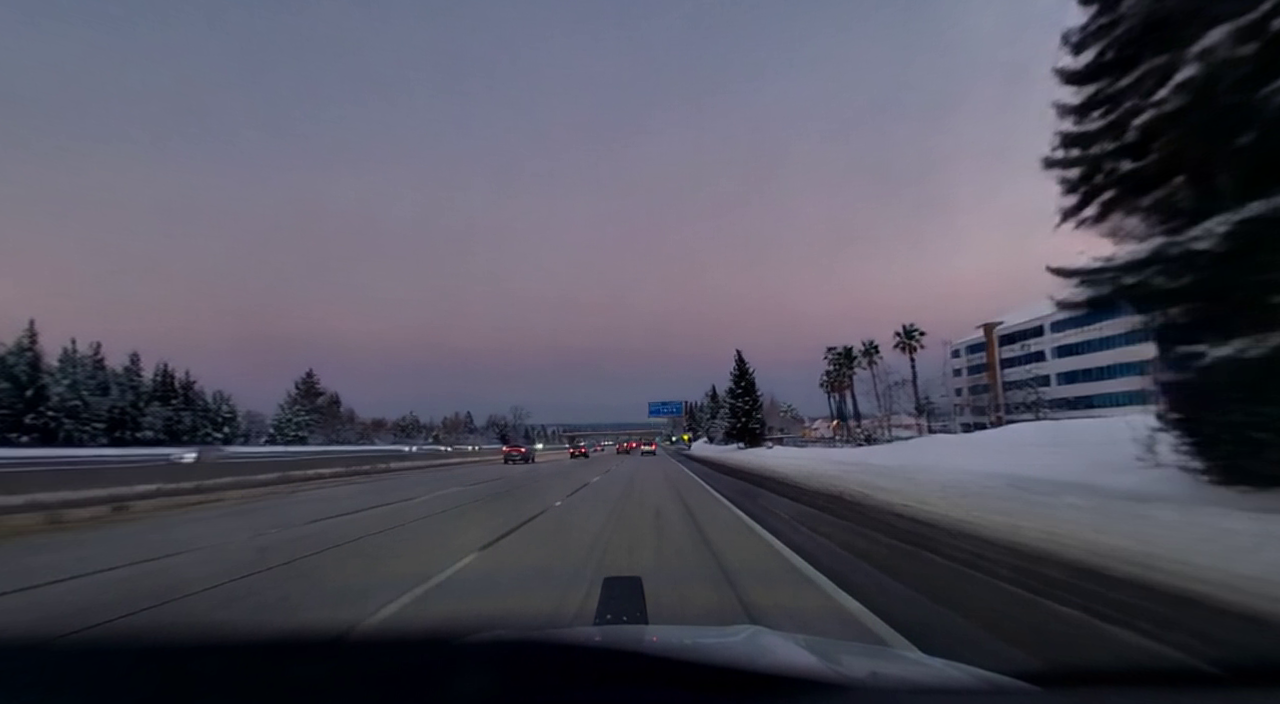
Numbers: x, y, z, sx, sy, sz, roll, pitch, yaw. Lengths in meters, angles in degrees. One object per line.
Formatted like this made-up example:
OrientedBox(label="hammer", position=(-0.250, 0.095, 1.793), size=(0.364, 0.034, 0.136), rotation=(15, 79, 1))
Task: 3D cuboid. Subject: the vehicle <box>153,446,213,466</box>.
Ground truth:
OrientedBox(label="vehicle", position=(-35.473, 8.031, 49.014), size=(1.728, 1.407, 3.919), rotation=(-1, -8, 0))
